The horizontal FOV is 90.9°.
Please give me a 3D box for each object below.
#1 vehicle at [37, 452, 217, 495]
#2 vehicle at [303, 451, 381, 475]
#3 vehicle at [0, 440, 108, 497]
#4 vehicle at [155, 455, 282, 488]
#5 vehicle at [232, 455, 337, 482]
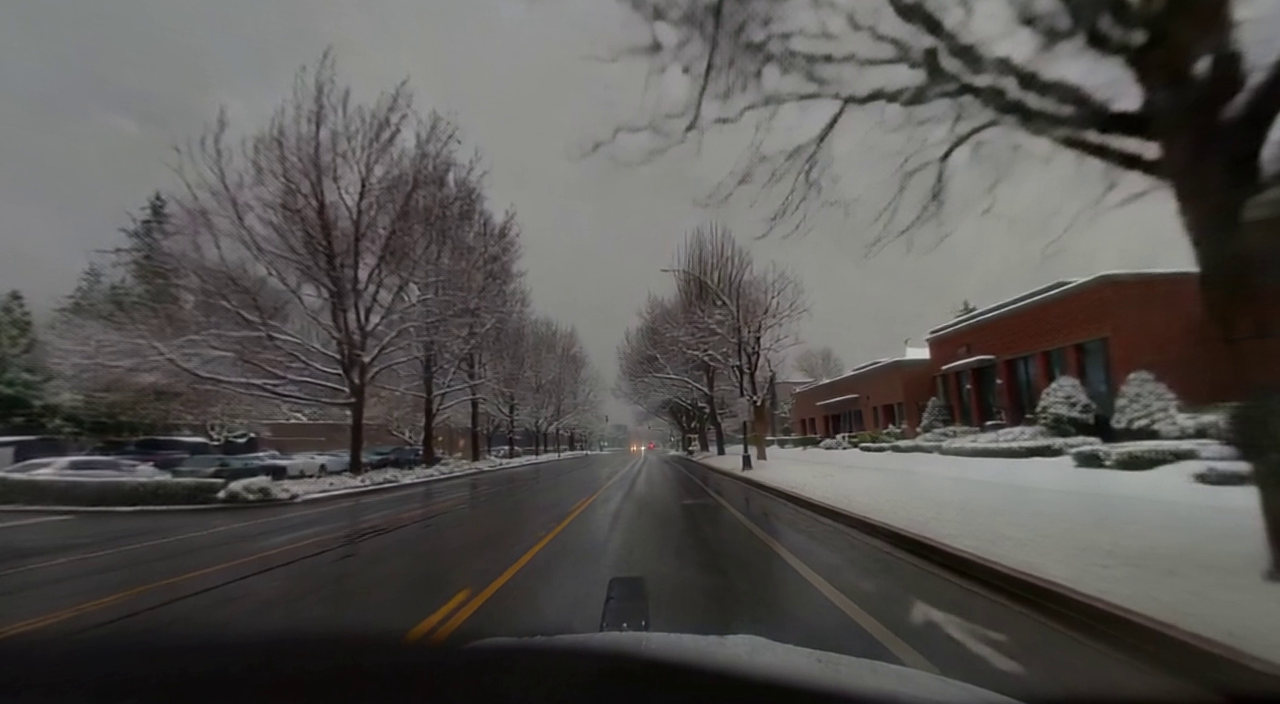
[{"bbox_3d":[-19.456,4.617,24.098,5.091,1.530,1.982,0,-9,-1],"label":"vehicle"},{"bbox_3d":[-19.016,7.109,40.372,4.005,1.433,1.953,0,-9,0],"label":"vehicle"},{"bbox_3d":[-19.208,3.453,18.878,4.699,1.558,2.113,0,-10,4],"label":"vehicle"},{"bbox_3d":[-19.727,5.594,29.648,4.503,1.462,1.993,0,-9,-1],"label":"vehicle"},{"bbox_3d":[-19.454,6.367,34.644,4.567,1.402,1.910,0,-9,0],"label":"vehicle"}]
